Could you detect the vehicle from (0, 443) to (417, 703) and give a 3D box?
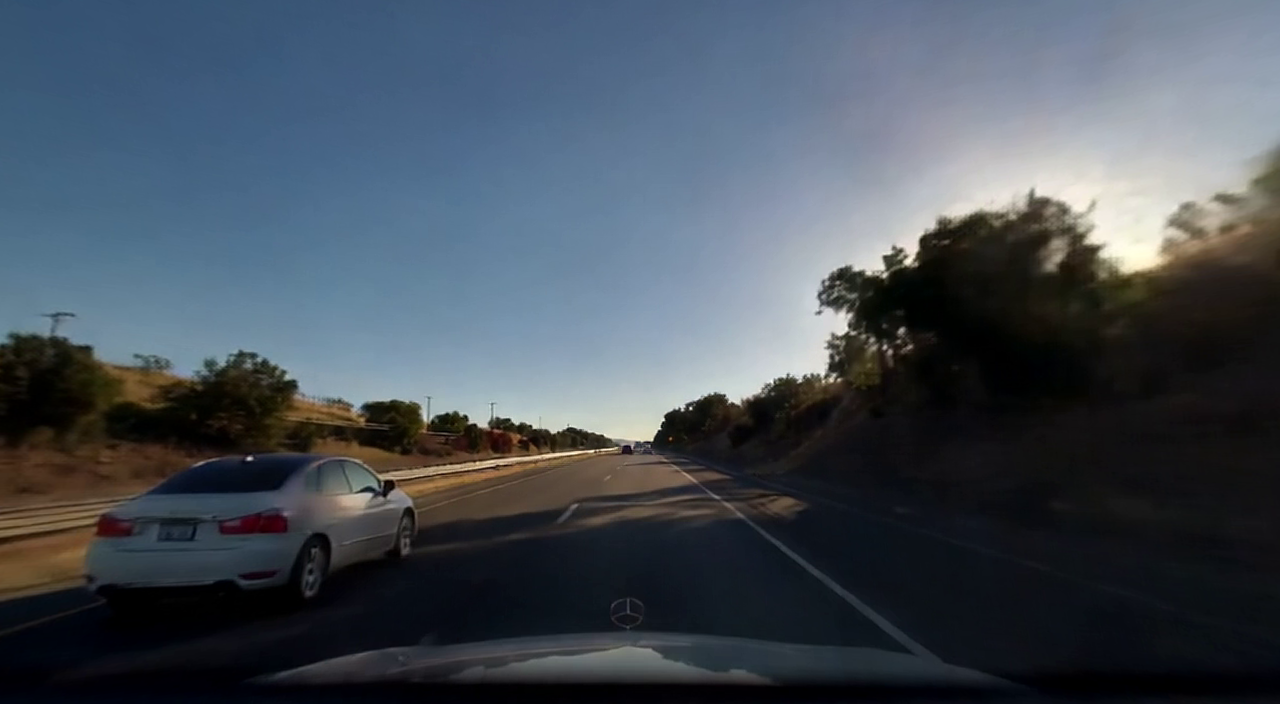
[{"bbox_3d":[-3.576,1.369,4.760,2.096,1.343,4.503,0,-8,1],"label":"vehicle"}]
